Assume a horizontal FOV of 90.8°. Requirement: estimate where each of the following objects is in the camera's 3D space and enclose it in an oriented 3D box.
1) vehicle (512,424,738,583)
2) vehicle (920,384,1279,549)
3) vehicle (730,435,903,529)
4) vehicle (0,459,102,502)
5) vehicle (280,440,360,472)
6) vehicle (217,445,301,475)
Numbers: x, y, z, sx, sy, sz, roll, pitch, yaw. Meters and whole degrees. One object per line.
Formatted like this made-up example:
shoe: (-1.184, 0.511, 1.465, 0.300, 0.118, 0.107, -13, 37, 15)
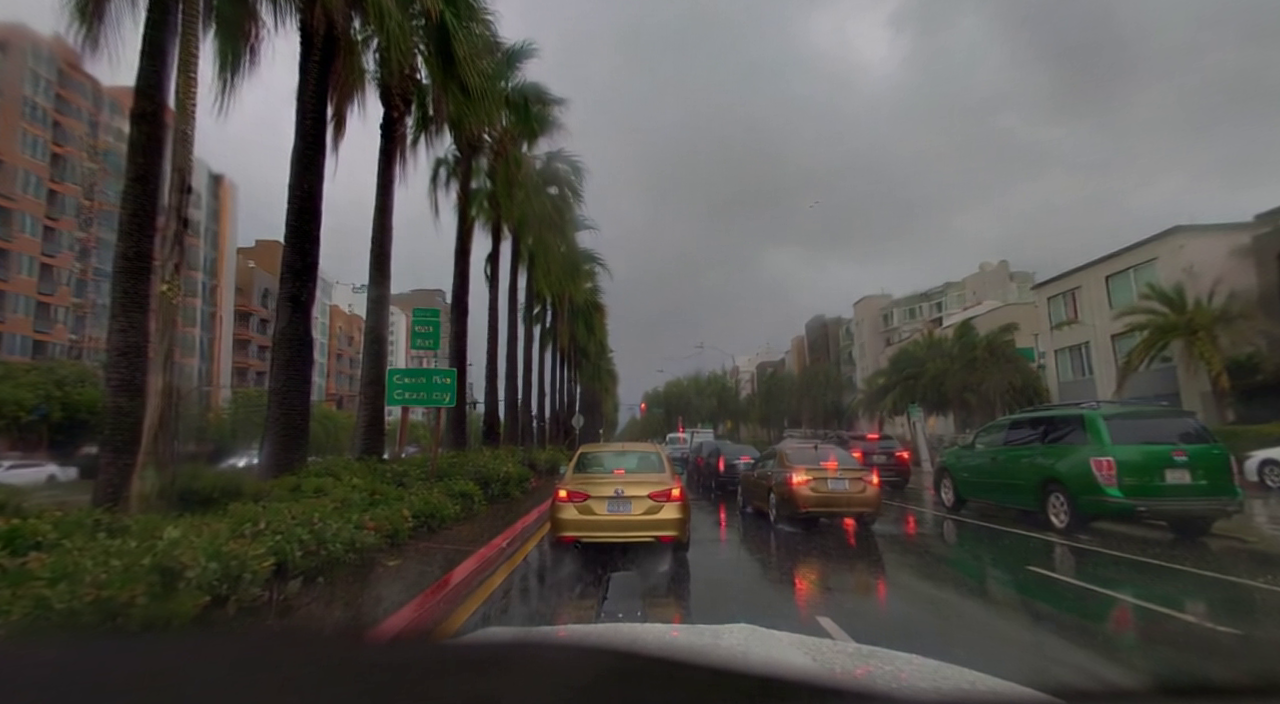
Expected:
vehicle: (-0.159, 1.747, 8.070, 2.158, 1.498, 3.919, 0, -8, 0)
vehicle: (7.205, 1.861, 10.845, 2.254, 2.072, 5.577, 0, -8, 0)
vehicle: (3.092, 2.370, 12.181, 1.925, 1.451, 4.436, 0, -8, -2)
vehicle: (-23.638, 4.861, 24.151, 1.972, 1.425, 4.765, 0, -8, 0)
vehicle: (-20.607, 6.698, 40.994, 2.306, 1.880, 5.537, 0, -8, -1)
vehicle: (-24.004, 6.783, 40.066, 2.055, 1.759, 5.200, 0, -8, 0)
